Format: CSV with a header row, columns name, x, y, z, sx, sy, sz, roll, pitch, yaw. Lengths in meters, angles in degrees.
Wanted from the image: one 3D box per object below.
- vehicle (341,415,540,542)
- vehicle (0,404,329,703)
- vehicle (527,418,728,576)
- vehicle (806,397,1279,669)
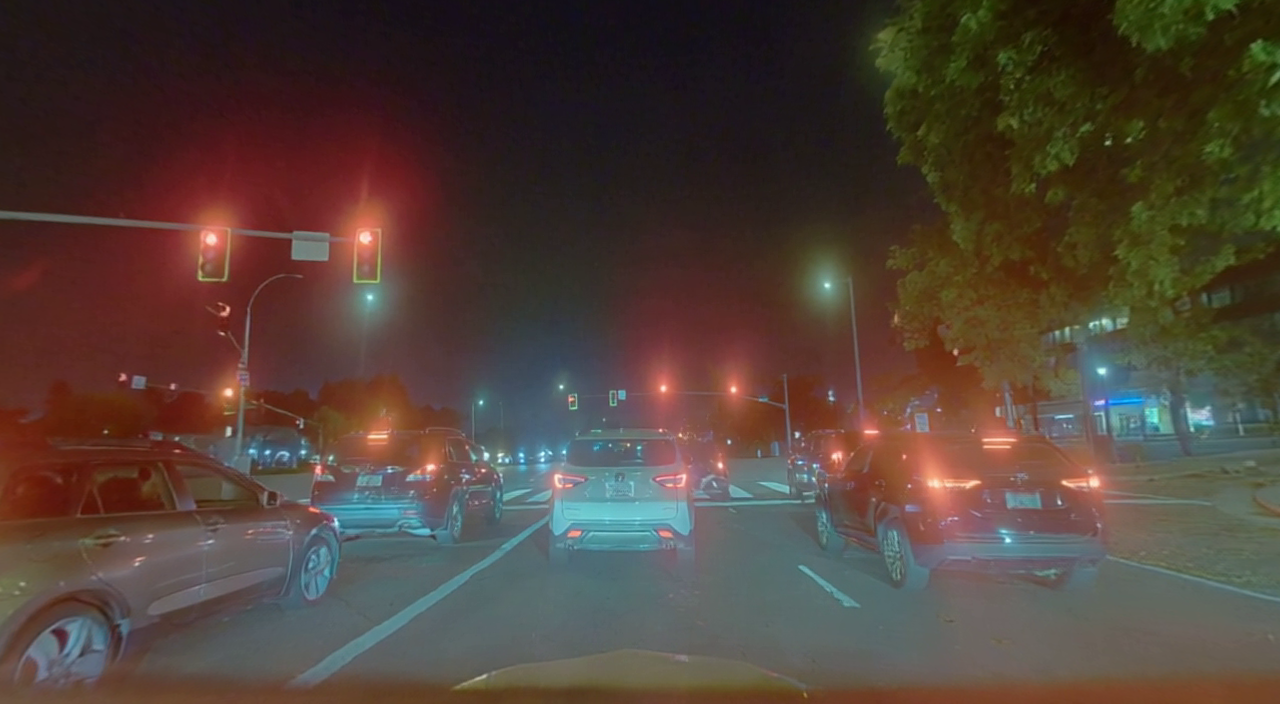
name,x,y,z,sx,sy,sz,roll,pitch,yaw
vehicle,-3.210,2.138,11.312,2.048,1.805,4.405,0,-8,1
vehicle,-3.343,0.954,2.389,1.863,1.495,4.667,0,-8,1
vehicle,-0.098,1.806,8.591,2.106,1.655,3.717,0,-8,1
vehicle,3.226,1.443,6.187,2.006,1.659,4.462,0,-8,1
